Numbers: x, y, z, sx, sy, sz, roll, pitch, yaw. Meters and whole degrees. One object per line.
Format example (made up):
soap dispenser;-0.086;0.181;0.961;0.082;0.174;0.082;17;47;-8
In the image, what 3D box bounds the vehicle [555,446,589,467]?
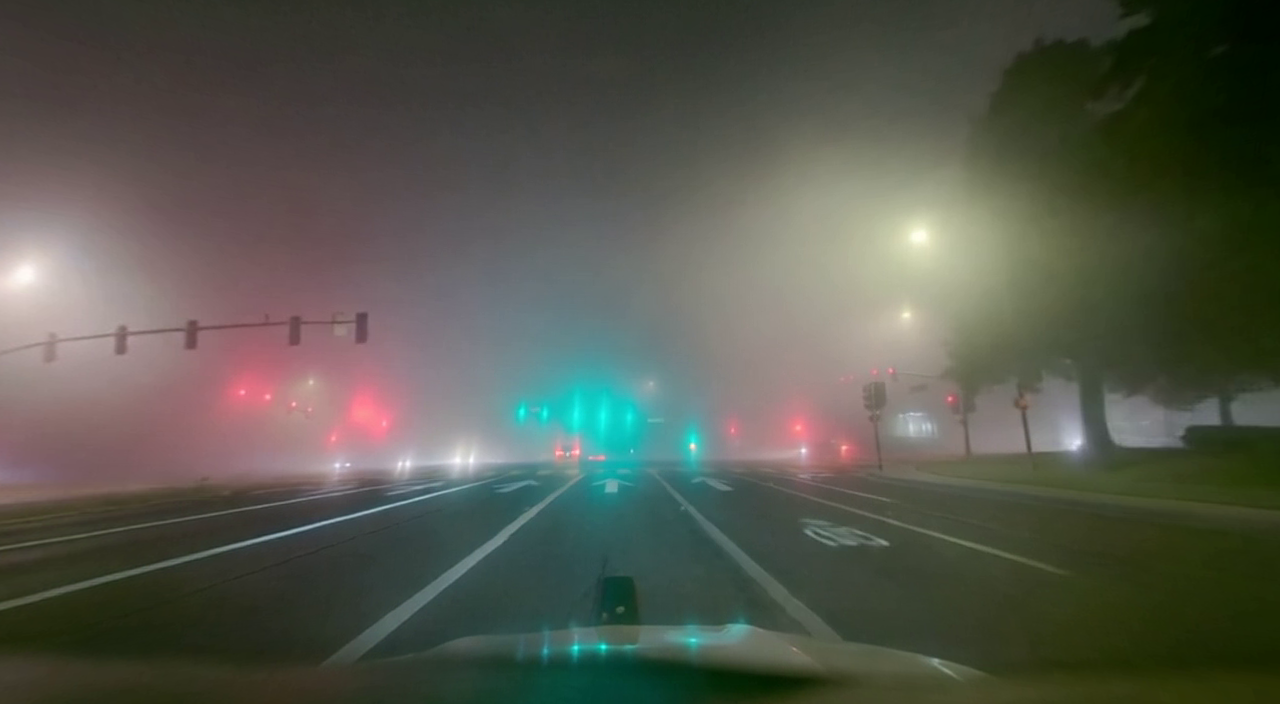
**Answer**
vehicle;-4.880;7.558;45.989;2.073;1.445;4.151;0;-8;-1
